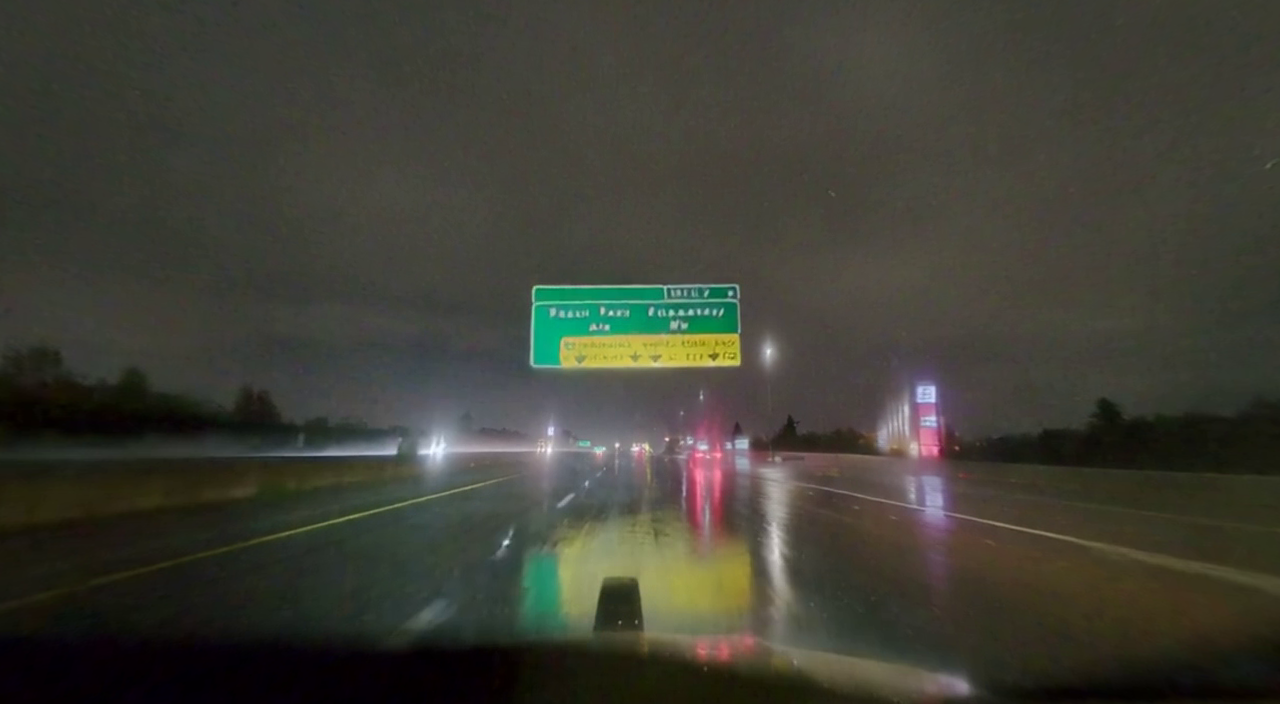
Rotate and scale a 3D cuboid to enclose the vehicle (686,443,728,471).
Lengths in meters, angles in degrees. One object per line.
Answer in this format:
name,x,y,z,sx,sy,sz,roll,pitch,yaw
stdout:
vehicle,3.955,6.275,37.744,1.984,1.540,3.973,0,-9,-2
